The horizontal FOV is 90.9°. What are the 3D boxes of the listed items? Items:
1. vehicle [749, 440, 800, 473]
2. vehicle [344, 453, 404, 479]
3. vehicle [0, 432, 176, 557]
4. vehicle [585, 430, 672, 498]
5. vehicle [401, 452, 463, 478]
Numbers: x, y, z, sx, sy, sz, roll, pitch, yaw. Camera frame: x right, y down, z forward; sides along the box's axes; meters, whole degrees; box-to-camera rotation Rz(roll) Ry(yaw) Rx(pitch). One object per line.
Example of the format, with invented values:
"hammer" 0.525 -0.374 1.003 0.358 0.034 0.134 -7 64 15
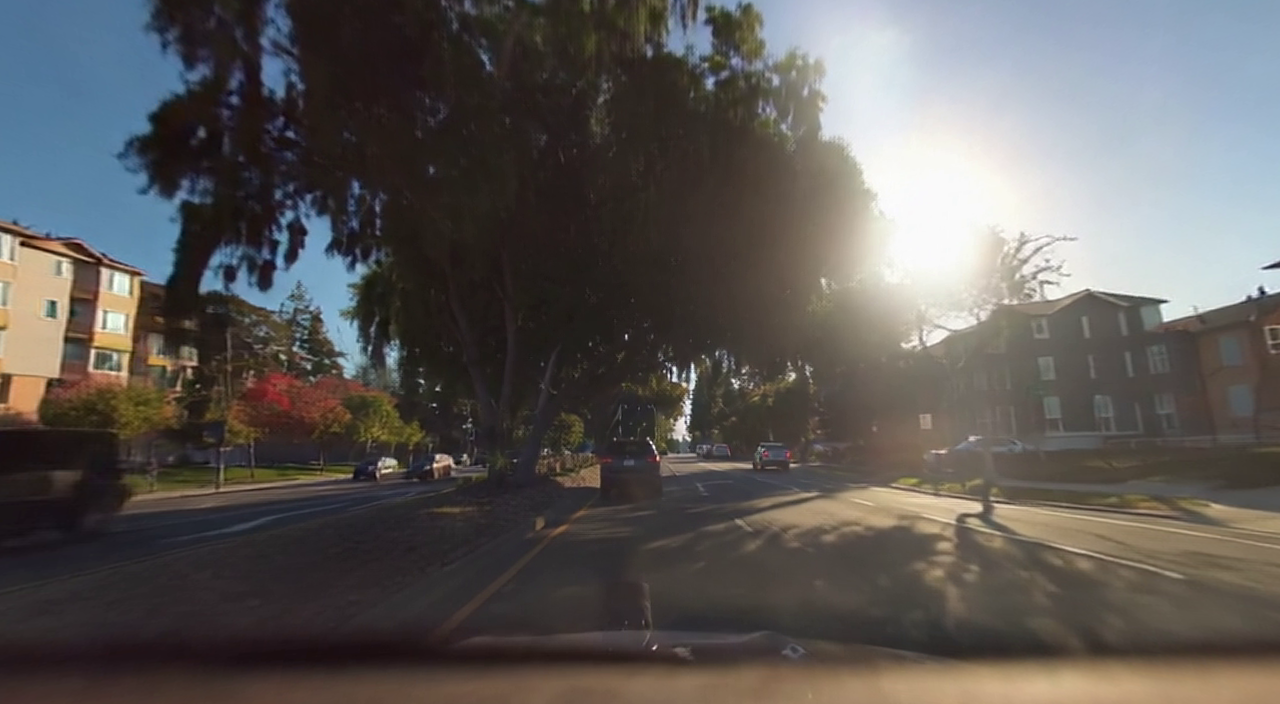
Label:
"vehicle" 7.522 5.899 35.643 1.971 1.722 4.341 0 -9 1
"vehicle" -20.411 8.765 48.639 2.056 1.822 5.400 -1 -9 3
"vehicle" -10.933 2.232 9.942 2.238 1.906 6.264 -1 -9 2
"vehicle" -0.312 3.373 19.360 2.332 1.798 4.546 0 -9 0
"vehicle" -13.141 7.148 40.169 2.198 1.550 4.824 -1 -9 2
